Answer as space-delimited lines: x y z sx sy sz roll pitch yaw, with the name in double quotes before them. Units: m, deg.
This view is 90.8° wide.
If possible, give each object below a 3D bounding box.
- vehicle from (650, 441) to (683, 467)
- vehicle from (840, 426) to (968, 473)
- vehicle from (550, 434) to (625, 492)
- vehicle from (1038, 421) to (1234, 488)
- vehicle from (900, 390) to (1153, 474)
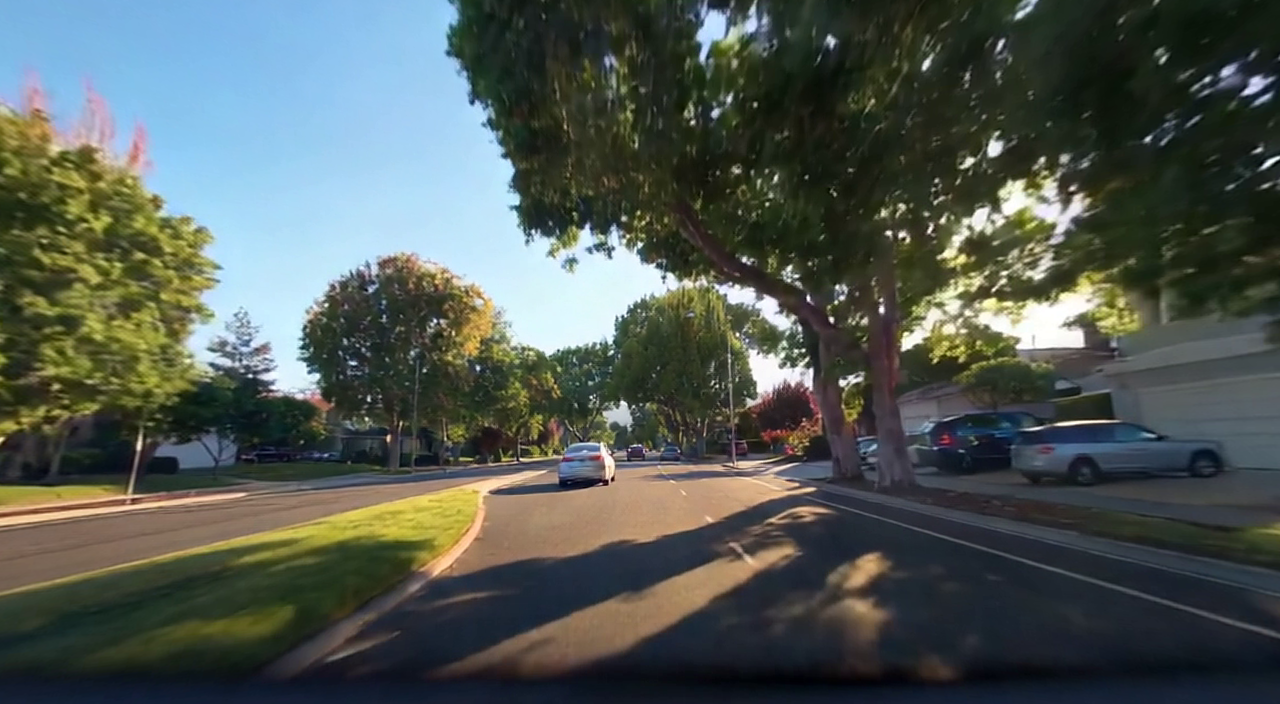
"vehicle" 1.685 6.753 41.884 2.003 1.614 4.072 0 -8 0
"vehicle" 11.327 4.214 27.295 4.560 1.842 2.048 -9 -12 43
"vehicle" -1.754 3.650 21.229 2.205 1.706 4.904 1 -8 -5
"vehicle" 12.028 2.483 15.462 1.740 1.431 3.431 8 -11 -42
"vehicle" 11.781 2.573 19.749 2.483 2.209 6.171 8 -12 -43
